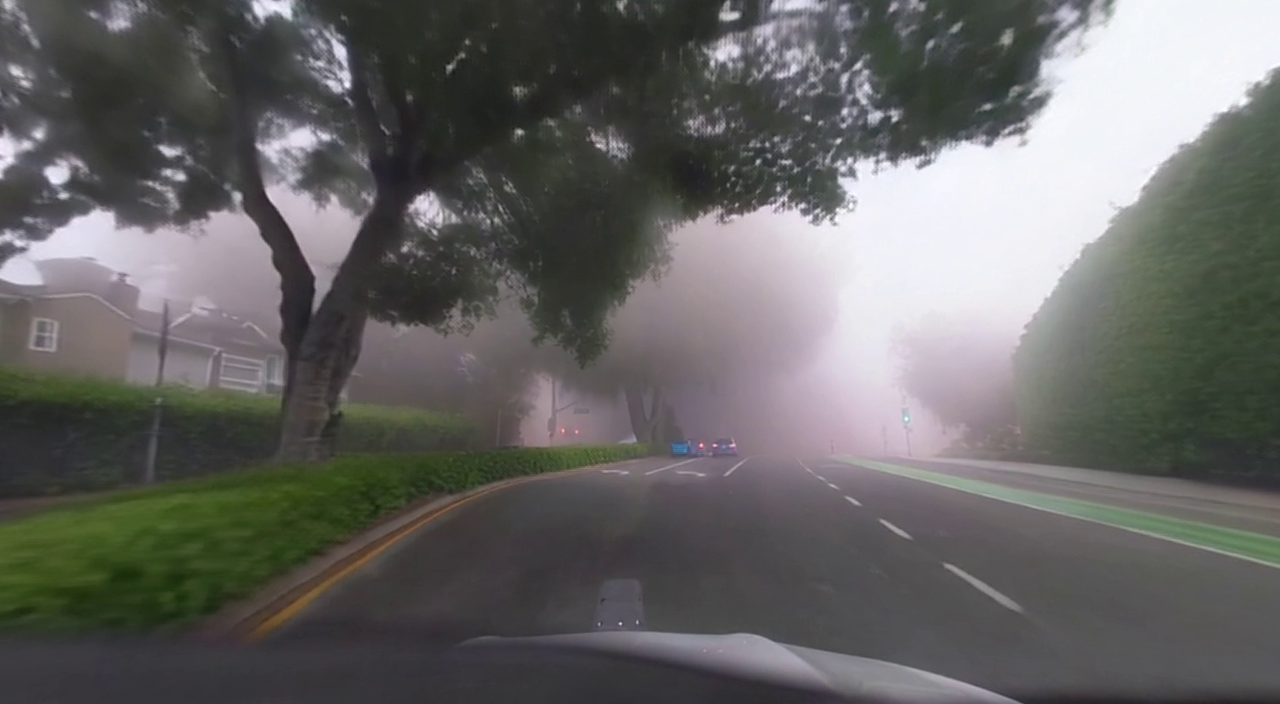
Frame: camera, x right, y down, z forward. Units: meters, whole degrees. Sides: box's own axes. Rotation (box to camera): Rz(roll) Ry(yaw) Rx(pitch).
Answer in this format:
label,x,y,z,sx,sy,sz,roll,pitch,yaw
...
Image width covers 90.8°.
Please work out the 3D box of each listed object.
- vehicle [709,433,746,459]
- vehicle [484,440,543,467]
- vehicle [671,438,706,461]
label,x,y,z,sx,sy,sz,roll,pitch,yaw
vehicle,6.318,6.712,45.019,2.286,1.701,4.395,-2,-9,11
vehicle,-7.498,6.108,38.035,1.947,1.486,4.862,-1,-9,8
vehicle,3.447,6.808,44.284,1.923,1.498,3.887,-2,-9,12
